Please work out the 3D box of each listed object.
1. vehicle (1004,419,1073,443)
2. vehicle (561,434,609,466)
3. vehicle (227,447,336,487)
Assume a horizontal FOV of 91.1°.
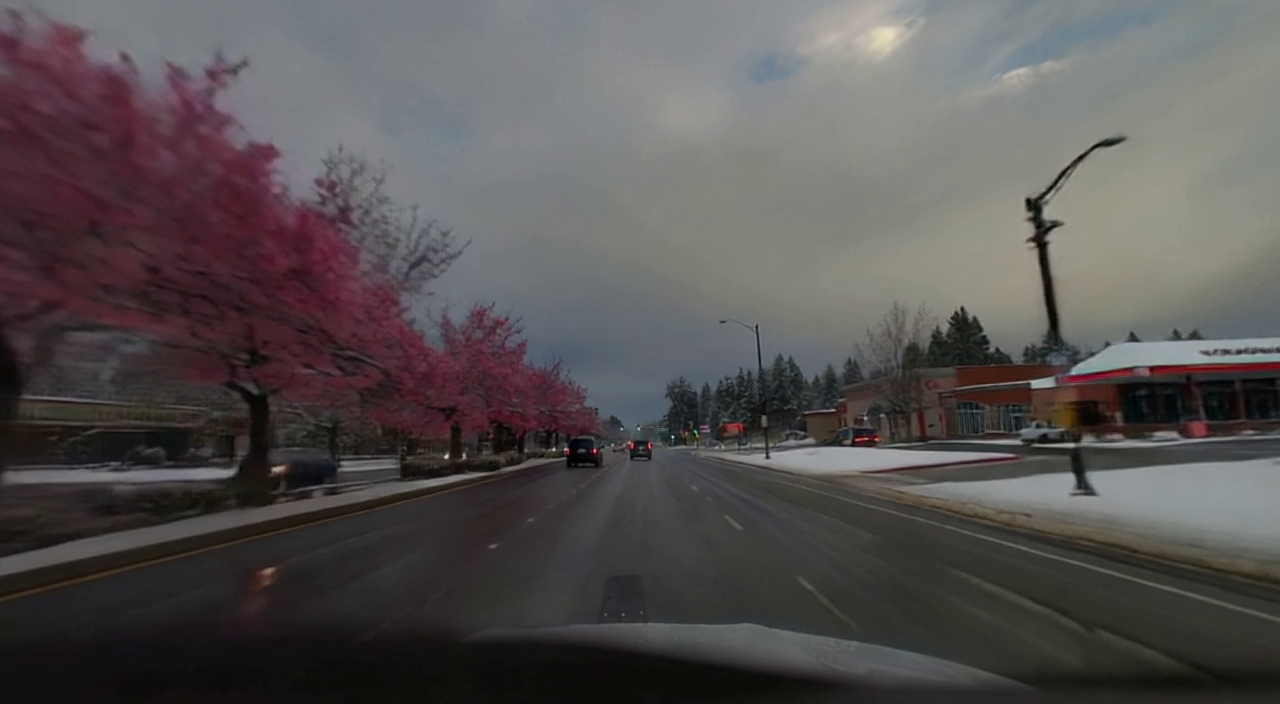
[{"bbox_3d":[27.391,5.453,43.156,4.677,1.583,1.955,5,-10,-30],"label":"vehicle"},{"bbox_3d":[-3.414,6.206,39.922,2.453,1.844,4.751,0,-8,2],"label":"vehicle"},{"bbox_3d":[-14.795,4.726,26.265,1.854,1.475,4.448,0,-8,1],"label":"vehicle"}]
